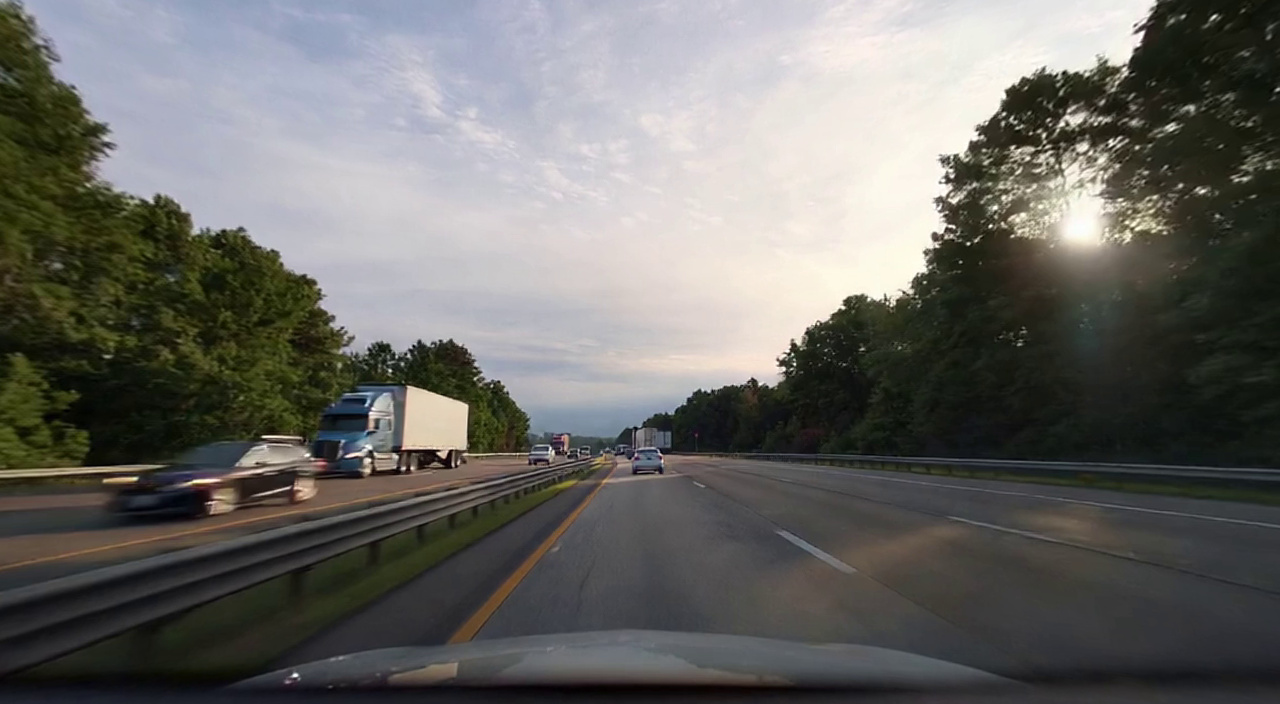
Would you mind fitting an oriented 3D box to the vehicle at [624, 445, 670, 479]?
[{"bbox_3d":[0.271,5.367,31.006,2.069,1.523,4.012,0,-9,-2],"label":"vehicle"}]

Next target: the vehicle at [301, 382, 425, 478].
[{"bbox_3d":[-12.473,3.654,29.083,2.983,3.990,5.739,0,-9,0],"label":"vehicle"}]

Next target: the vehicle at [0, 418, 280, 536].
[{"bbox_3d":[-8.067,1.960,10.375,1.935,1.557,3.904,0,-9,0],"label":"vehicle"}]
